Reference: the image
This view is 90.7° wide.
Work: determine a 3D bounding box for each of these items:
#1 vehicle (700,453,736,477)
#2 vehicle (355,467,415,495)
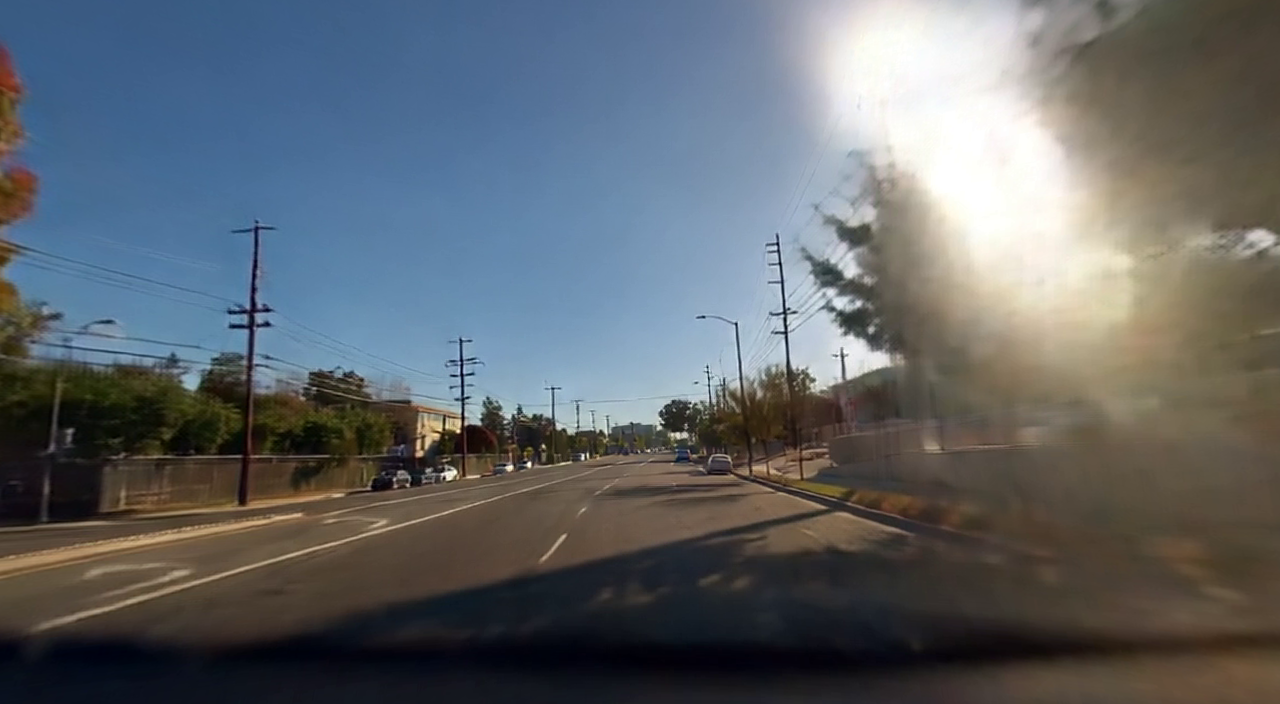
[{"bbox_3d":[5.263,7.689,43.222,2.002,1.459,4.357,0,-9,1],"label":"vehicle"},{"bbox_3d":[-16.664,8.426,41.607,1.892,1.515,4.622,-6,-11,1],"label":"vehicle"}]
